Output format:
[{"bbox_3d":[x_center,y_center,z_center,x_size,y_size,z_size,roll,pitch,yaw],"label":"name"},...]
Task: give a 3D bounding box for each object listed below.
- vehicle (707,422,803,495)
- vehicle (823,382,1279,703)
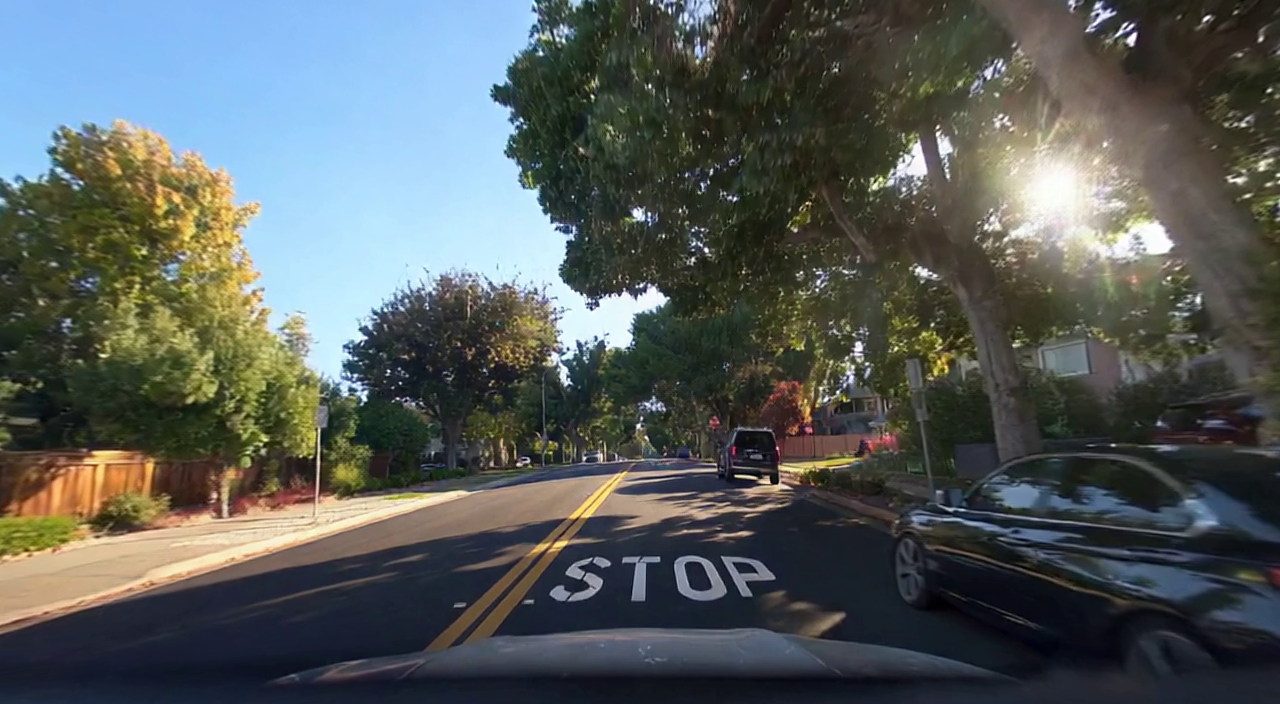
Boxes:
[{"bbox_3d":[3.273,3.155,18.943,2.109,1.875,4.488,-1,-9,1],"label":"vehicle"},{"bbox_3d":[2.958,1.151,3.893,1.969,1.549,5.038,0,-9,-2],"label":"vehicle"}]
